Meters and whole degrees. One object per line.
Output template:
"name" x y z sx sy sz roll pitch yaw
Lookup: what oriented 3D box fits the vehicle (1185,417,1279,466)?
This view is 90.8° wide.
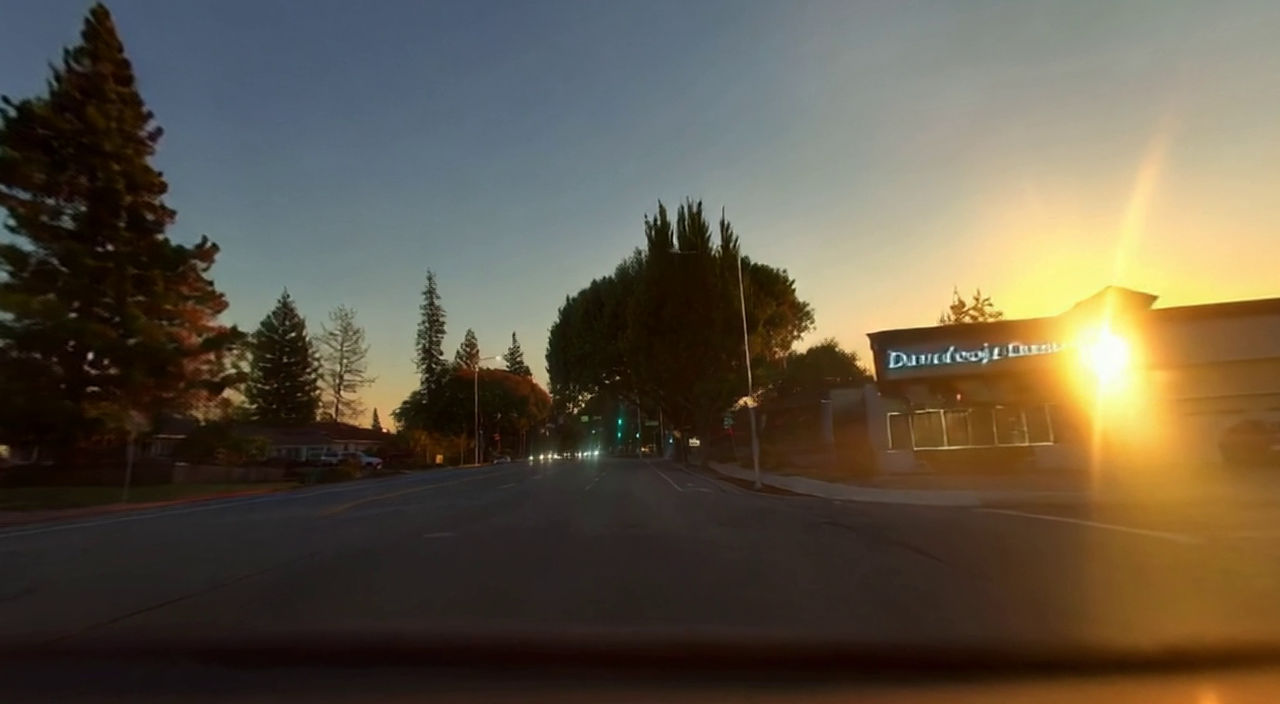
"vehicle" 21.946 3.095 21.660 2.028 1.584 4.971 0 -9 0
